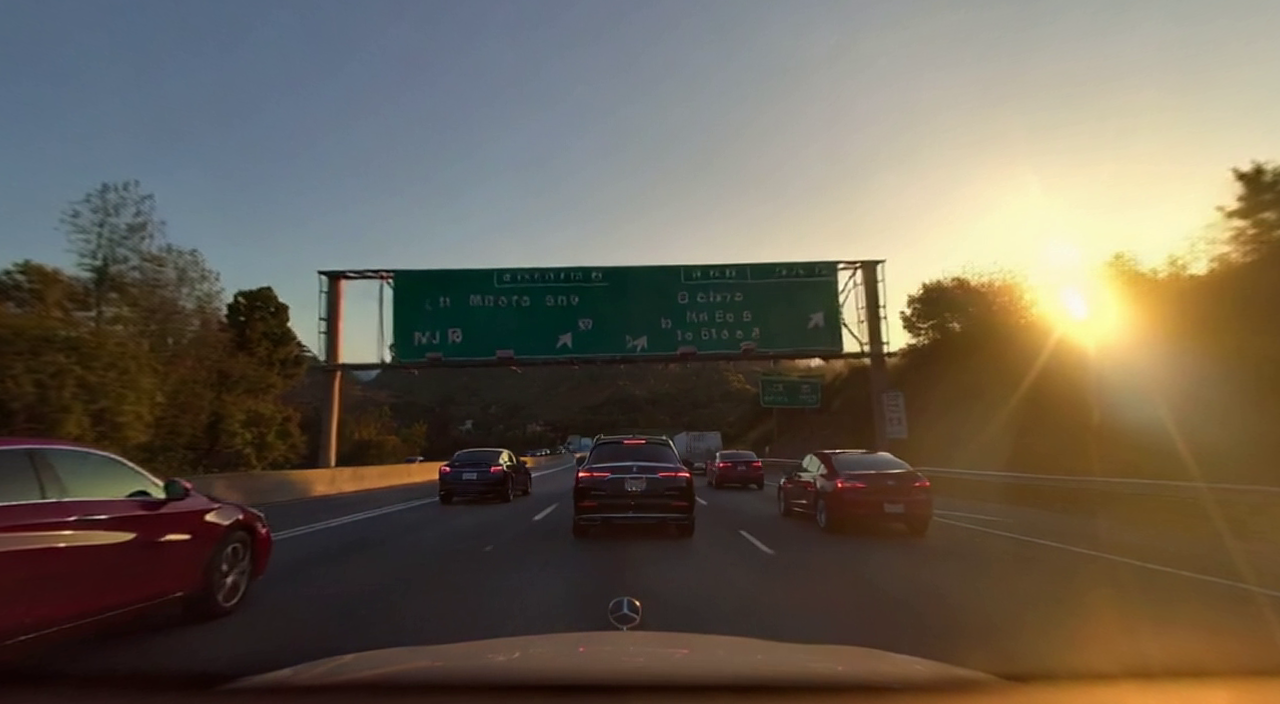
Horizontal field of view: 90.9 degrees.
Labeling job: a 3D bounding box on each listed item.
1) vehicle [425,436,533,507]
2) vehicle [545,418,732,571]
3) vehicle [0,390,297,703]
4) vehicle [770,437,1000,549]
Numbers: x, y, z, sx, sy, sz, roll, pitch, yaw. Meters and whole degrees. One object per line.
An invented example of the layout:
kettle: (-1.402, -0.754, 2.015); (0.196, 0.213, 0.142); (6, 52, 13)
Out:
vehicle: (-4.258, 3.221, 17.337); (1.890, 1.708, 3.844); (0, -9, 1)
vehicle: (-0.070, 1.903, 9.059); (2.093, 1.695, 3.782); (0, -9, -2)
vehicle: (-4.501, 1.150, 4.011); (2.173, 1.660, 4.373); (0, -9, 0)
vehicle: (3.663, 2.193, 10.507); (1.953, 1.434, 4.511); (0, -9, -1)
